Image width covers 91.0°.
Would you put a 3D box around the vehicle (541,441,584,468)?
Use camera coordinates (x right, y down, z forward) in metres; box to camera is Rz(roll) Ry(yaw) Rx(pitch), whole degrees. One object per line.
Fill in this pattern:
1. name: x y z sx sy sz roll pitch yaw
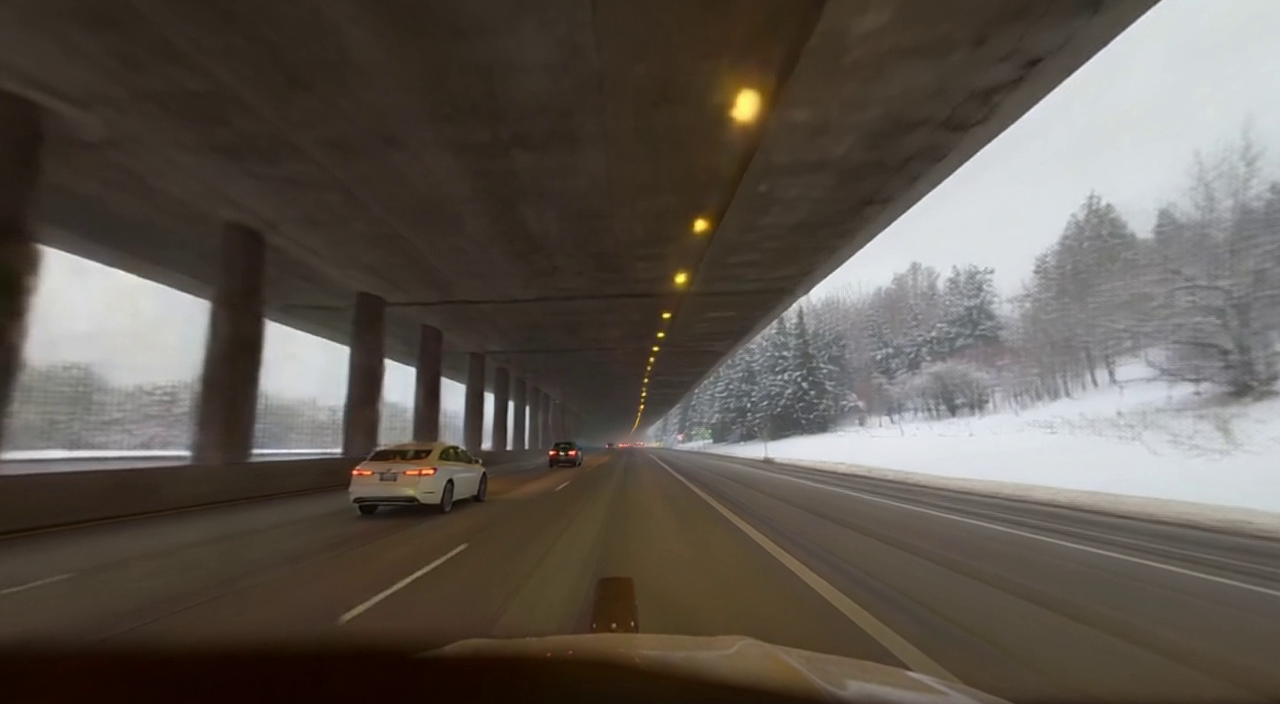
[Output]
1. vehicle: -4.399 5.878 36.334 1.973 1.474 4.199 -1 -8 0

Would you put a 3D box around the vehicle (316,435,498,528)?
1. vehicle: -4.152 2.351 12.071 1.885 1.424 4.230 -1 -8 0
